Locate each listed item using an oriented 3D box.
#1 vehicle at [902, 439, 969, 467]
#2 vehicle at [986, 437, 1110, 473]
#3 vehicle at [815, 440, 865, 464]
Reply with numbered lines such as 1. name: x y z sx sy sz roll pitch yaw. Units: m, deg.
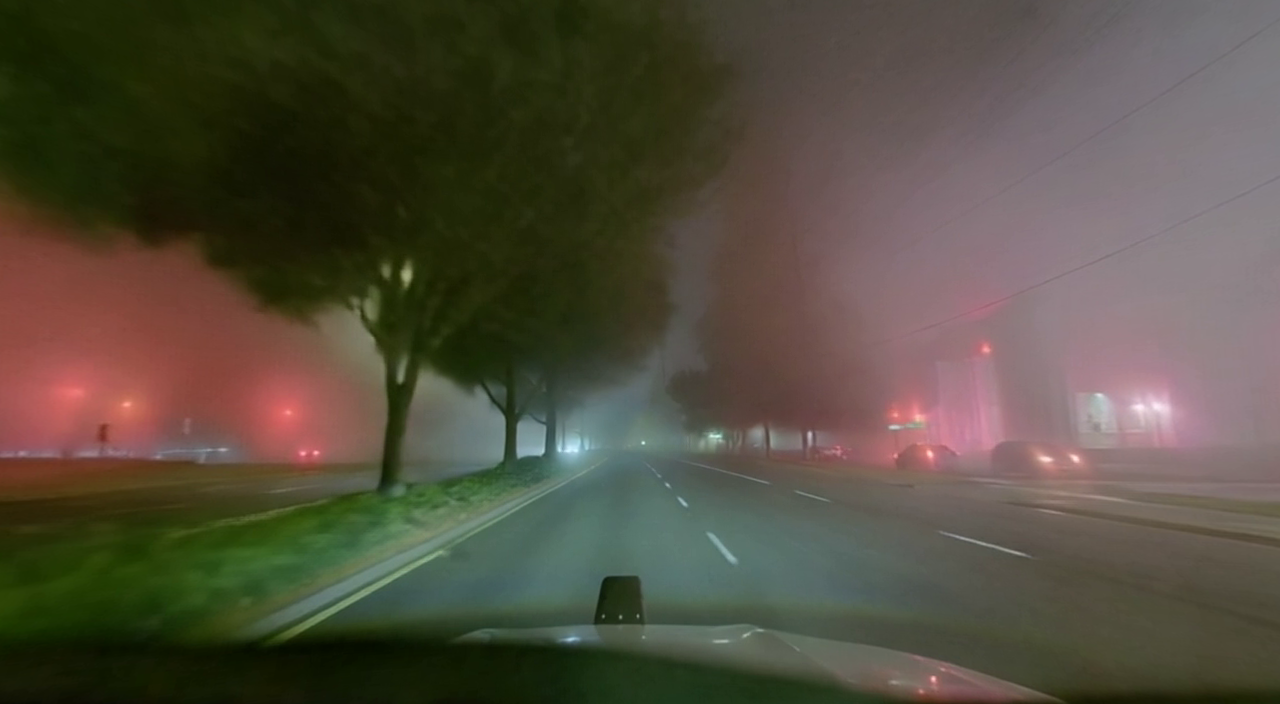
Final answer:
1. vehicle: 18.719 6.456 40.302 1.947 1.667 4.347 1 -9 -3
2. vehicle: 20.160 5.122 31.380 4.661 1.710 2.127 0 -9 -1
3. vehicle: 15.421 7.735 48.936 2.006 1.683 4.643 1 -9 -4
